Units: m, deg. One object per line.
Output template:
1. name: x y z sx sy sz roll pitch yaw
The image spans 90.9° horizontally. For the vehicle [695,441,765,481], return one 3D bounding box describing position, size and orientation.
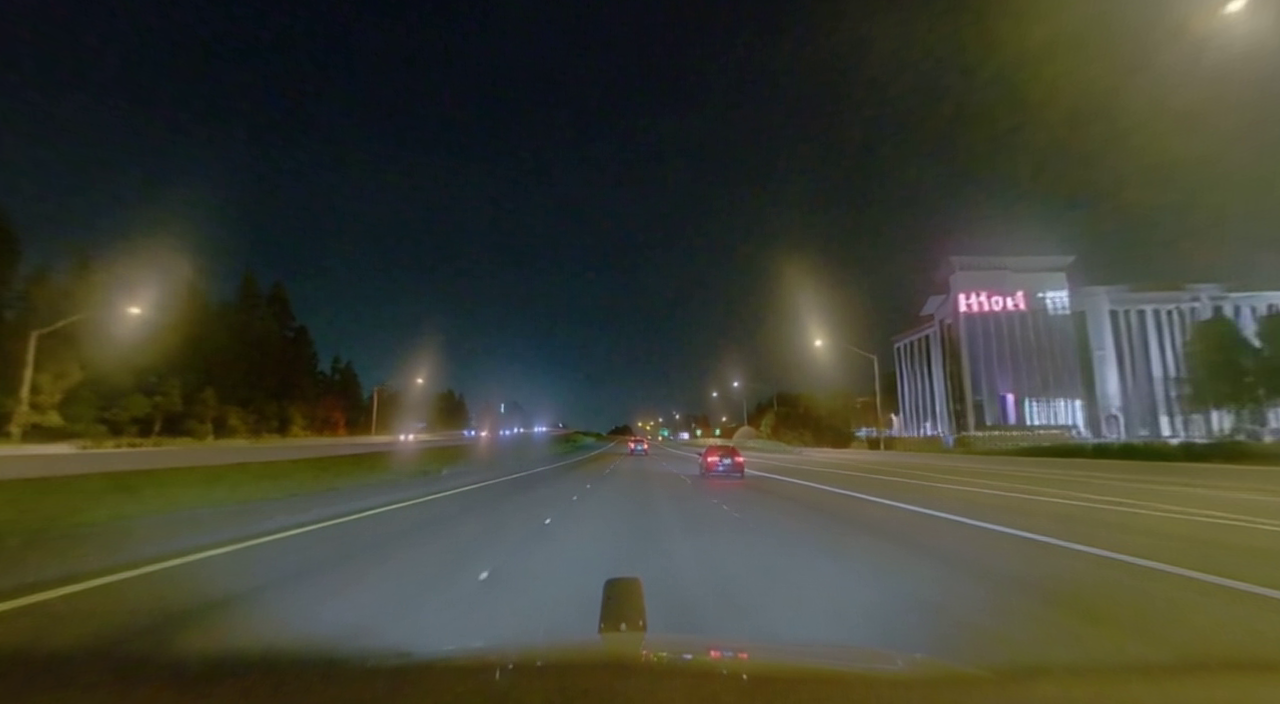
1. vehicle: 3.497 4.338 25.436 2.069 1.431 4.313 0 -8 -2
